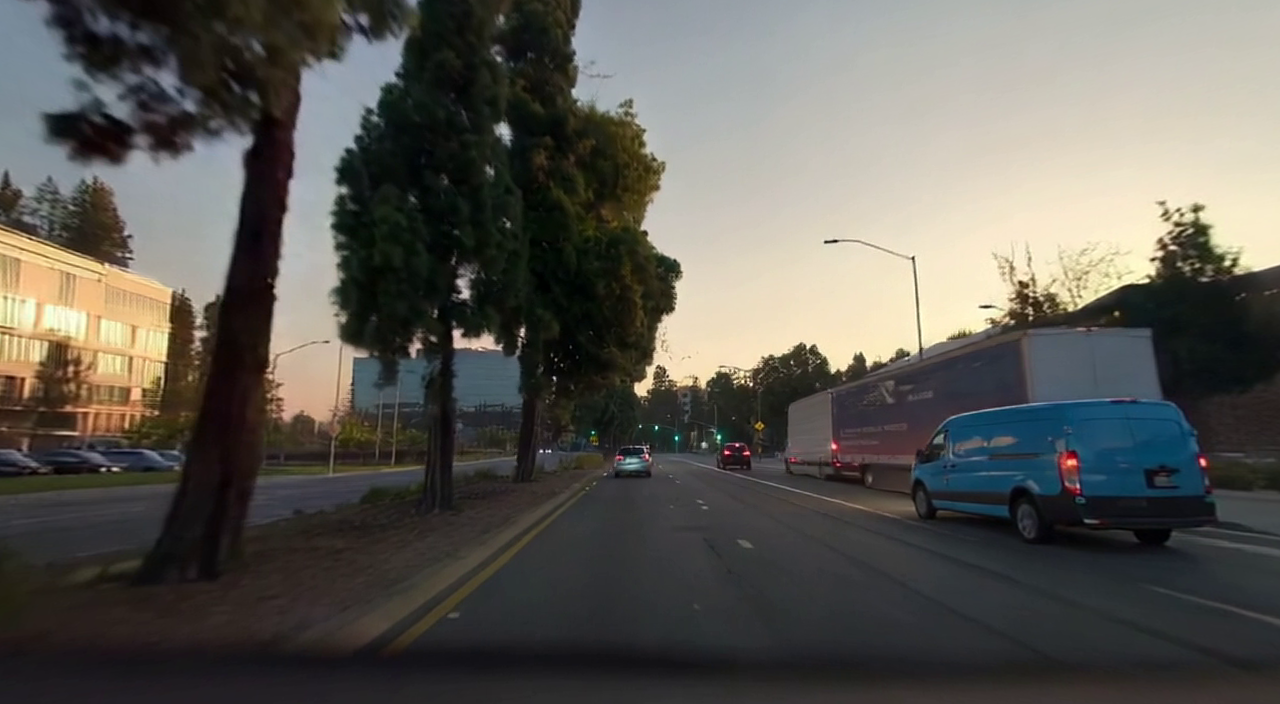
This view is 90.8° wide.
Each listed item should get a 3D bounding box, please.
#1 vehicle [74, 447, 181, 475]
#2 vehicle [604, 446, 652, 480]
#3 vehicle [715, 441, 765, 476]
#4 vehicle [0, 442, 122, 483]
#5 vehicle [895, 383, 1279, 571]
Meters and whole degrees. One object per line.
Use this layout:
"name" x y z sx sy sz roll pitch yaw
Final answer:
"vehicle" -29.852 6.343 36.895 4.453 1.497 1.998 0 -8 0
"vehicle" -0.544 5.159 29.625 2.095 1.456 3.873 0 -8 -1
"vehicle" 5.327 5.715 34.149 2.047 1.711 4.265 0 -8 1
"vehicle" -29.519 5.418 31.177 5.525 1.860 2.611 1 -8 -1
"vehicle" 6.597 1.827 10.076 2.573 2.127 5.568 0 -8 -1
